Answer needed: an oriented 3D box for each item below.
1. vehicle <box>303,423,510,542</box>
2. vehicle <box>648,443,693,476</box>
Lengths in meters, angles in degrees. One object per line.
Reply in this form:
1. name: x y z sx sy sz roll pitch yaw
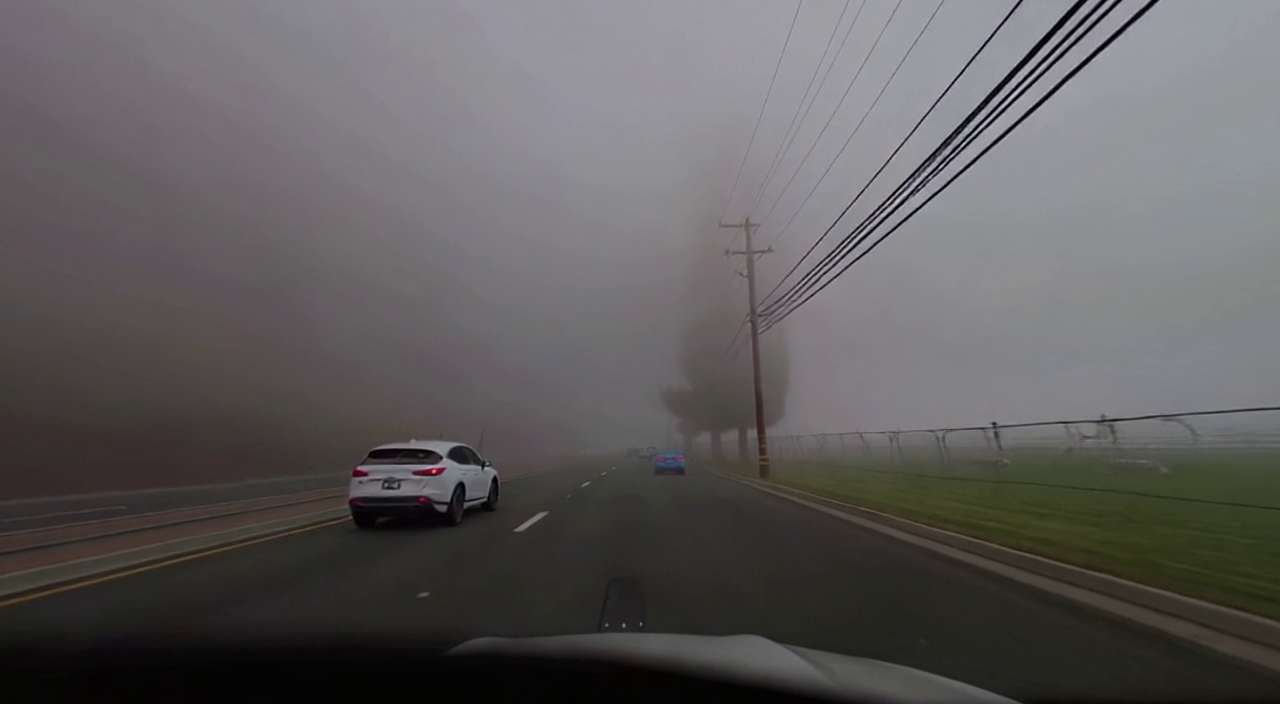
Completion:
1. vehicle: -3.813 2.201 11.256 1.950 1.692 4.397 0 -8 1
2. vehicle: 1.436 5.282 31.032 2.059 1.486 3.980 0 -8 1
